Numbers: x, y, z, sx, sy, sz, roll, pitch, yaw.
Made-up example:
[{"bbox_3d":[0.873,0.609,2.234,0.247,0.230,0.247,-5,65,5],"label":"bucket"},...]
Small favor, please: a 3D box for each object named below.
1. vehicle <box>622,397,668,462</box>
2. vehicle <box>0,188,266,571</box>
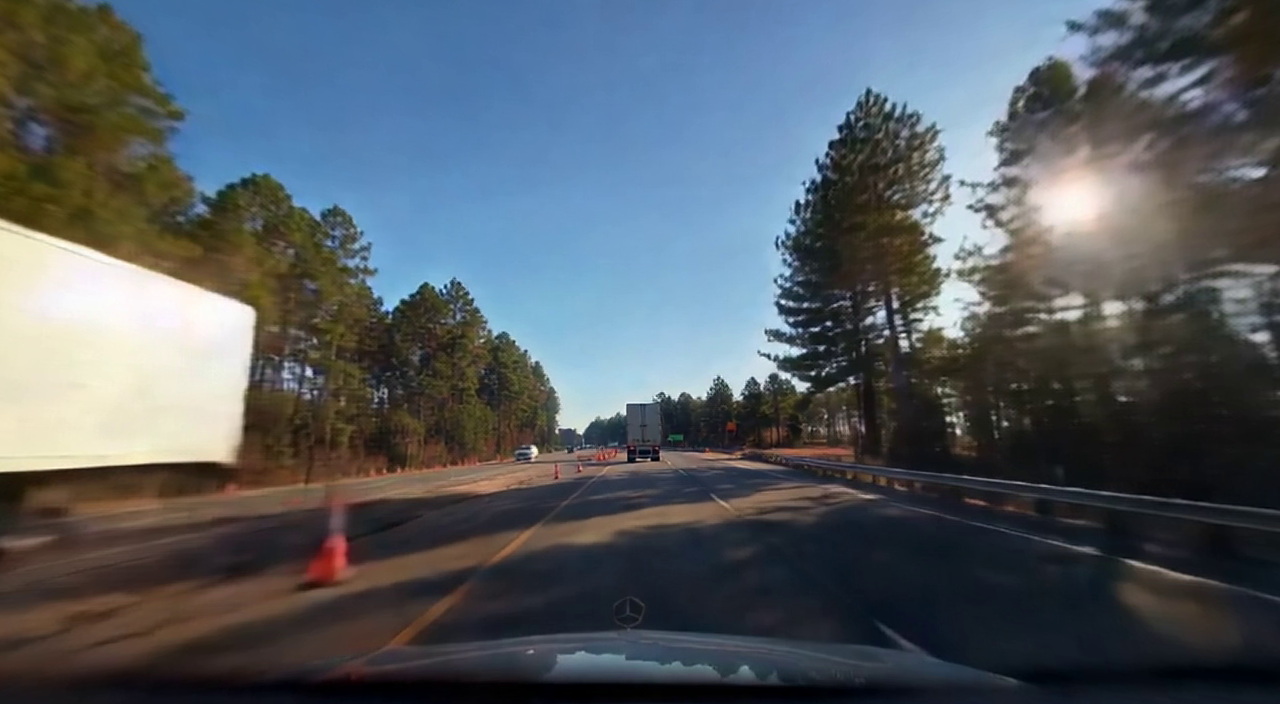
[{"bbox_3d":[0.205,5.724,45.738,2.935,4.068,11.036,0,-8,-1],"label":"vehicle"},{"bbox_3d":[-8.452,-0.212,3.410,2.878,4.192,16.791,0,-8,-1],"label":"vehicle"}]
